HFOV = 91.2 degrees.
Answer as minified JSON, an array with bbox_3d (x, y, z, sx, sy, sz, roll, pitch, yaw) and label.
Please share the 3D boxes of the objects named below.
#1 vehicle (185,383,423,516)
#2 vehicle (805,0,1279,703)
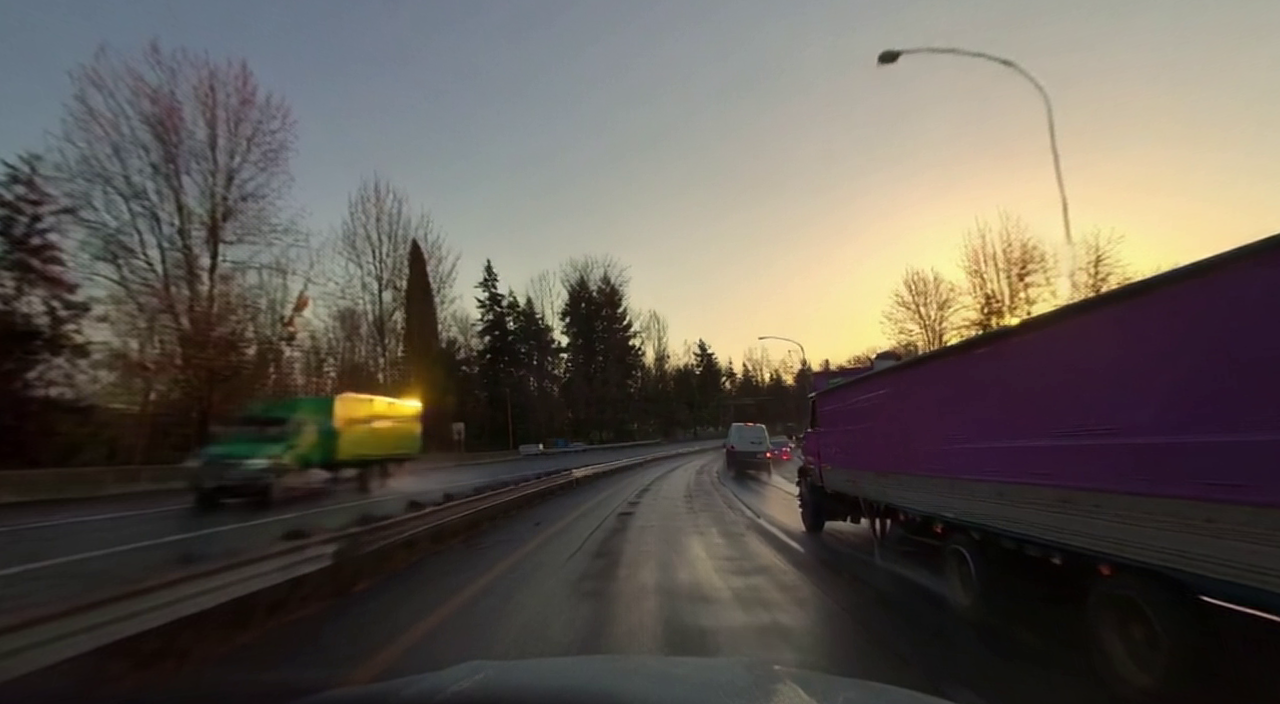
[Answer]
[{"bbox_3d":[-8.250,2.541,16.456,2.492,2.808,5.904,-2,-9,6],"label":"vehicle"},{"bbox_3d":[3.893,0.128,1.647,2.916,3.563,14.462,-1,-9,0],"label":"vehicle"}]
